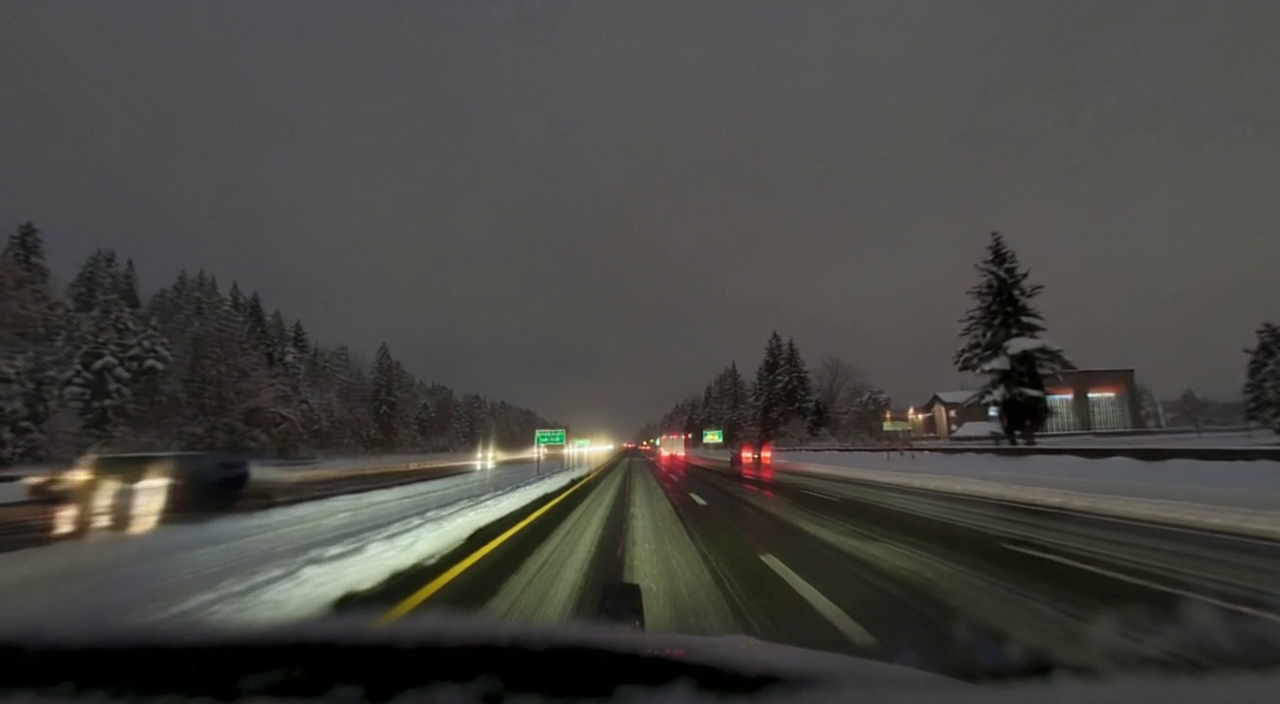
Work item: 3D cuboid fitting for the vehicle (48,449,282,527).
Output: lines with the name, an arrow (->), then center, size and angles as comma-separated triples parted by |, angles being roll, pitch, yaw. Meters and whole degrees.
vehicle -> -10.974, 3.126, 15.177 | 2.125, 1.503, 4.530 | 0, -8, -1

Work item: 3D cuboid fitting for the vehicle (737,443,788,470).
vehicle -> 6.948, 5.979, 36.315 | 2.009, 1.456, 4.097 | 0, -9, -2
